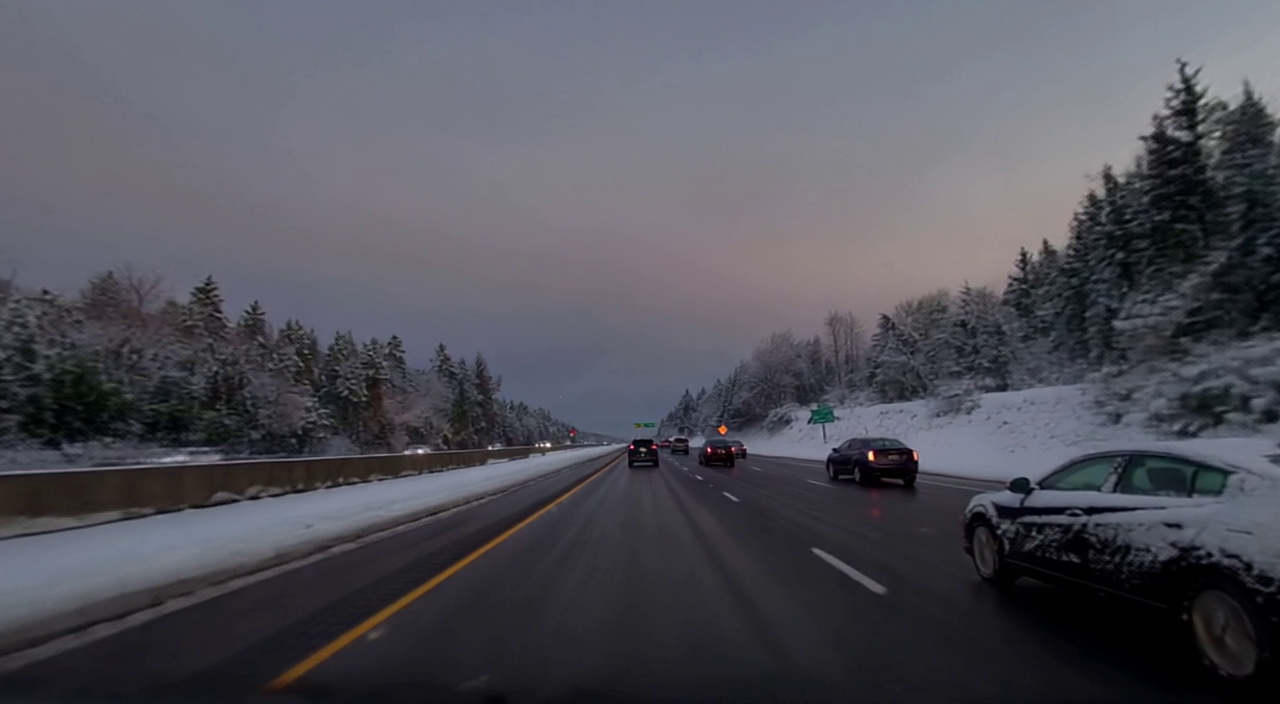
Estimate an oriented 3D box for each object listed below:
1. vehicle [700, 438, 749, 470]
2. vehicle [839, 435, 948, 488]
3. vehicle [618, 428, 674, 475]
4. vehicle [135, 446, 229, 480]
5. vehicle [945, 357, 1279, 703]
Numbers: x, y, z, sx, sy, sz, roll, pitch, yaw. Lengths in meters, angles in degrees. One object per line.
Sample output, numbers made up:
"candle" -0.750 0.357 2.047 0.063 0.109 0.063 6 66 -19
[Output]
"vehicle" 4.210 5.156 32.013 1.825 1.487 4.034 0 -8 -1
"vehicle" 8.089 3.509 20.598 1.810 1.516 4.183 0 -8 0
"vehicle" 0.222 4.260 27.156 2.189 1.852 4.038 0 -8 0
"vehicle" -27.143 6.552 37.597 1.997 1.808 4.776 -1 -8 0
"vehicle" 3.723 0.953 3.361 2.003 1.661 4.418 -1 -8 1
